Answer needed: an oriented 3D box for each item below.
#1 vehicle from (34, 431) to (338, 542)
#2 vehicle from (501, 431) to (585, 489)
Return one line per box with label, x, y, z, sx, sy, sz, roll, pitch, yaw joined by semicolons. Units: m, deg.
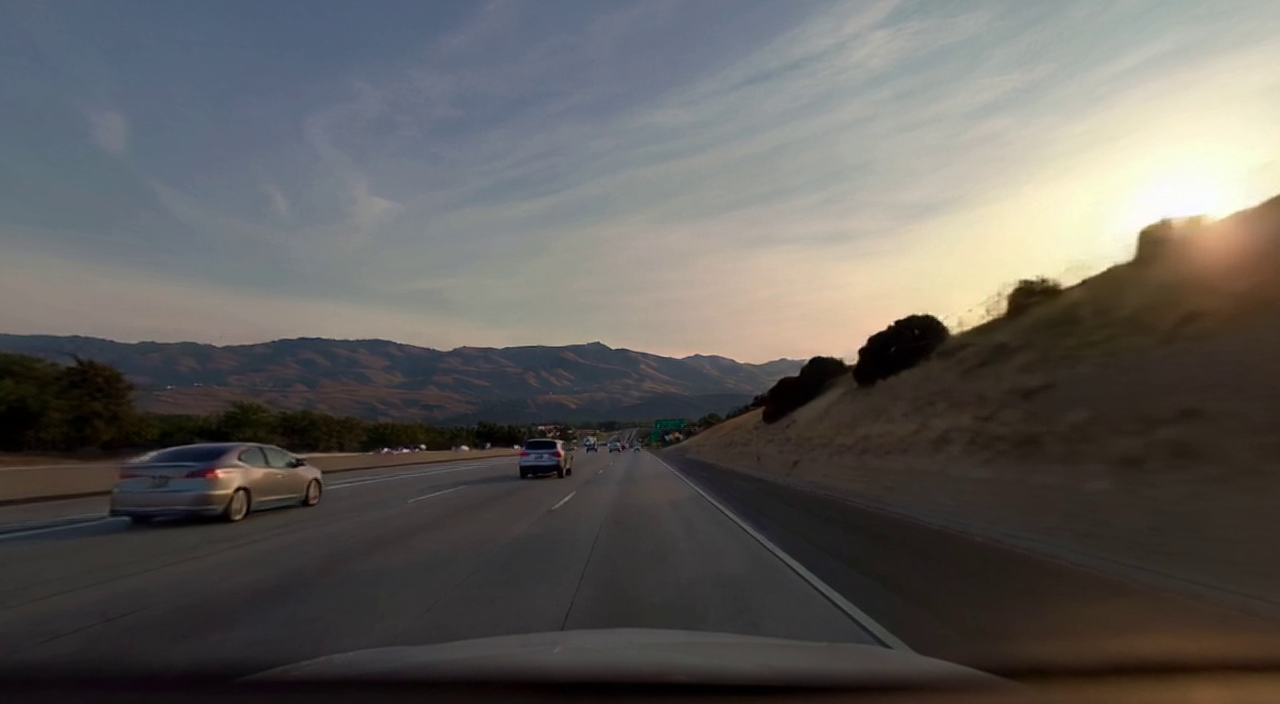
vehicle;-7.352;2.194;11.021;1.930;1.508;4.567;0;-8;0
vehicle;-3.153;3.623;21.511;2.029;1.753;4.718;0;-8;1
